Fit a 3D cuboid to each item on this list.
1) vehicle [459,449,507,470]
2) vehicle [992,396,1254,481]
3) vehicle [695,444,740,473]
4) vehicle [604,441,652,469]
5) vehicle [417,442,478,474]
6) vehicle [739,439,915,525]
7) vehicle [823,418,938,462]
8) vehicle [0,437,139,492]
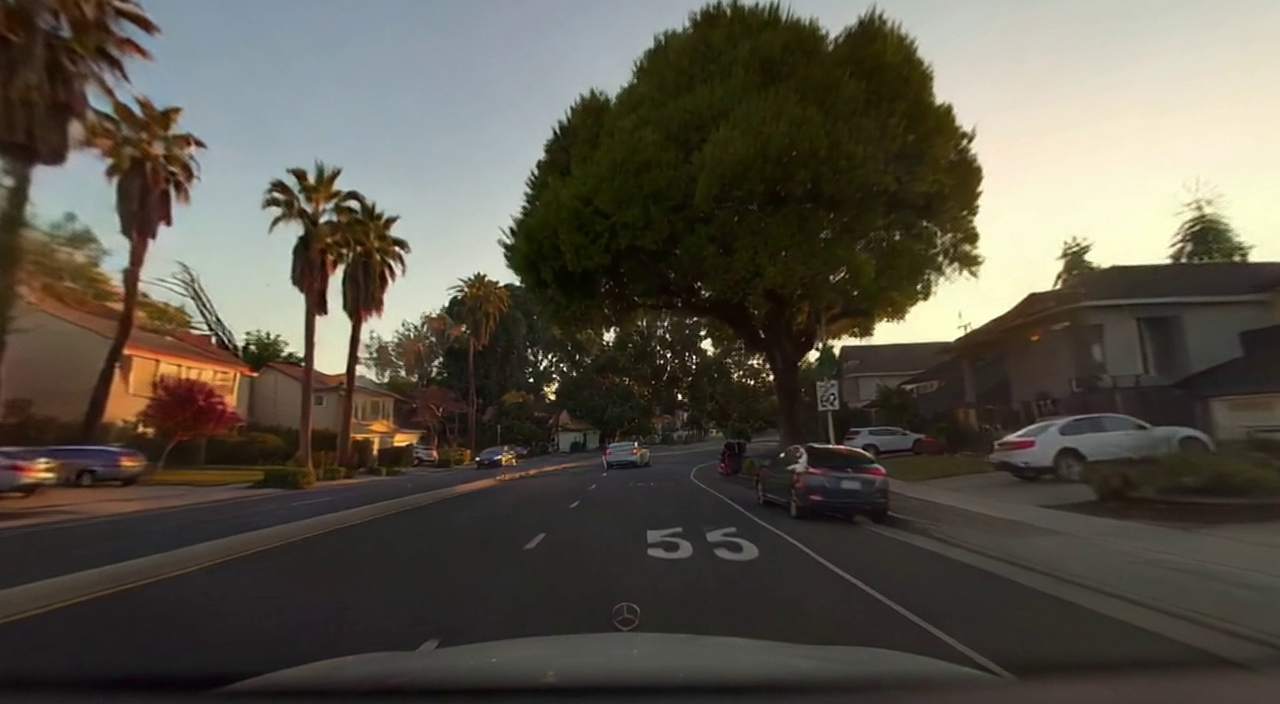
[{"bbox_3d":[-11.907,8.176,48.260,1.866,1.501,4.681,-1,-9,8],"label":"vehicle"},{"bbox_3d":[11.918,2.215,15.952,4.710,1.731,1.972,-4,-10,6],"label":"vehicle"},{"bbox_3d":[4.081,5.696,33.938,2.037,1.425,4.621,0,-9,3],"label":"vehicle"},{"bbox_3d":[-0.588,5.810,35.769,2.035,1.474,4.284,-1,-9,8],"label":"vehicle"},{"bbox_3d":[-12.692,7.036,41.950,2.131,1.902,4.924,-3,-9,5],"label":"vehicle"},{"bbox_3d":[3.622,2.617,13.390,2.025,1.456,4.865,1,-9,-3],"label":"vehicle"},{"bbox_3d":[13.424,4.978,35.385,5.550,2.066,2.288,-8,-11,29],"label":"vehicle"},{"bbox_3d":[-21.667,4.174,23.631,4.072,1.928,1.992,0,-9,2],"label":"vehicle"}]
